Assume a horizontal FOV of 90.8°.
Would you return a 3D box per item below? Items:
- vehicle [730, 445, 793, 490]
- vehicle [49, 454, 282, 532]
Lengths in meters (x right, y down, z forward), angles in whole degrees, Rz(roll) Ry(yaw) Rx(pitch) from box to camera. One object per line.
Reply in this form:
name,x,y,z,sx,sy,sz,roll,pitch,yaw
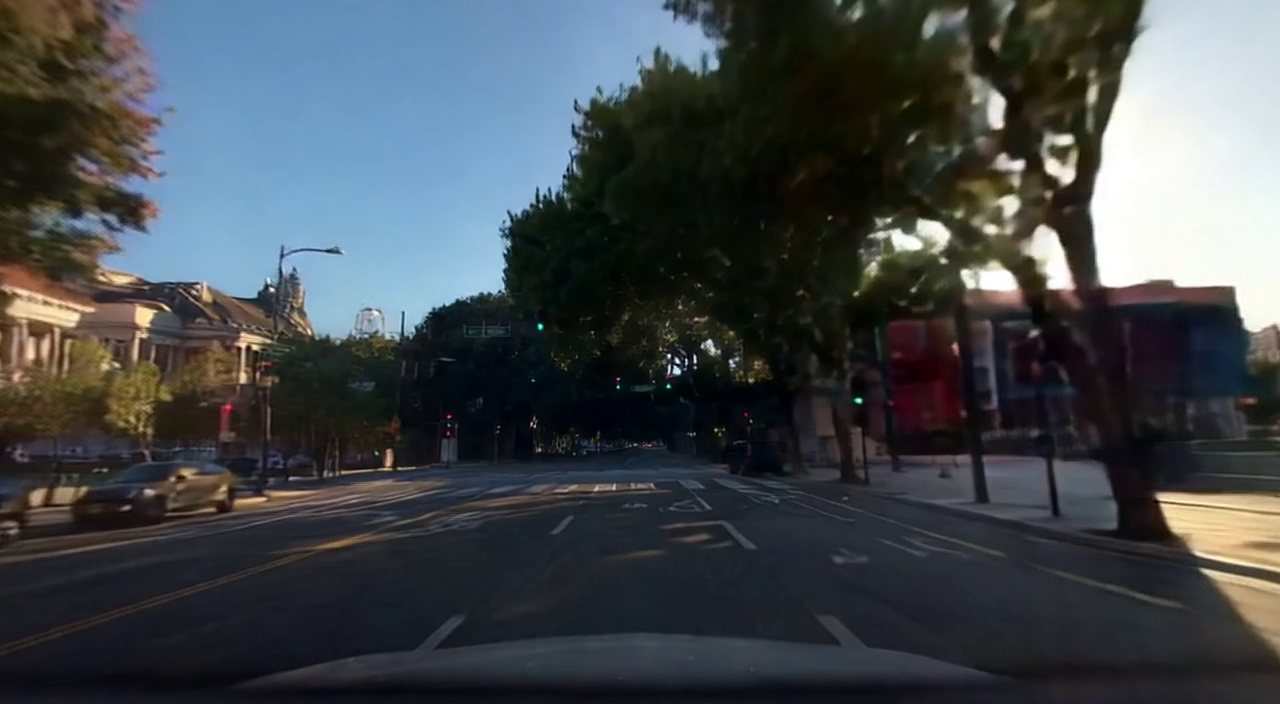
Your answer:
vehicle,4.452,4.259,23.738,2.085,1.530,4.125,-1,-9,8
vehicle,-12.381,3.658,17.165,2.011,1.668,5.474,0,-8,1
